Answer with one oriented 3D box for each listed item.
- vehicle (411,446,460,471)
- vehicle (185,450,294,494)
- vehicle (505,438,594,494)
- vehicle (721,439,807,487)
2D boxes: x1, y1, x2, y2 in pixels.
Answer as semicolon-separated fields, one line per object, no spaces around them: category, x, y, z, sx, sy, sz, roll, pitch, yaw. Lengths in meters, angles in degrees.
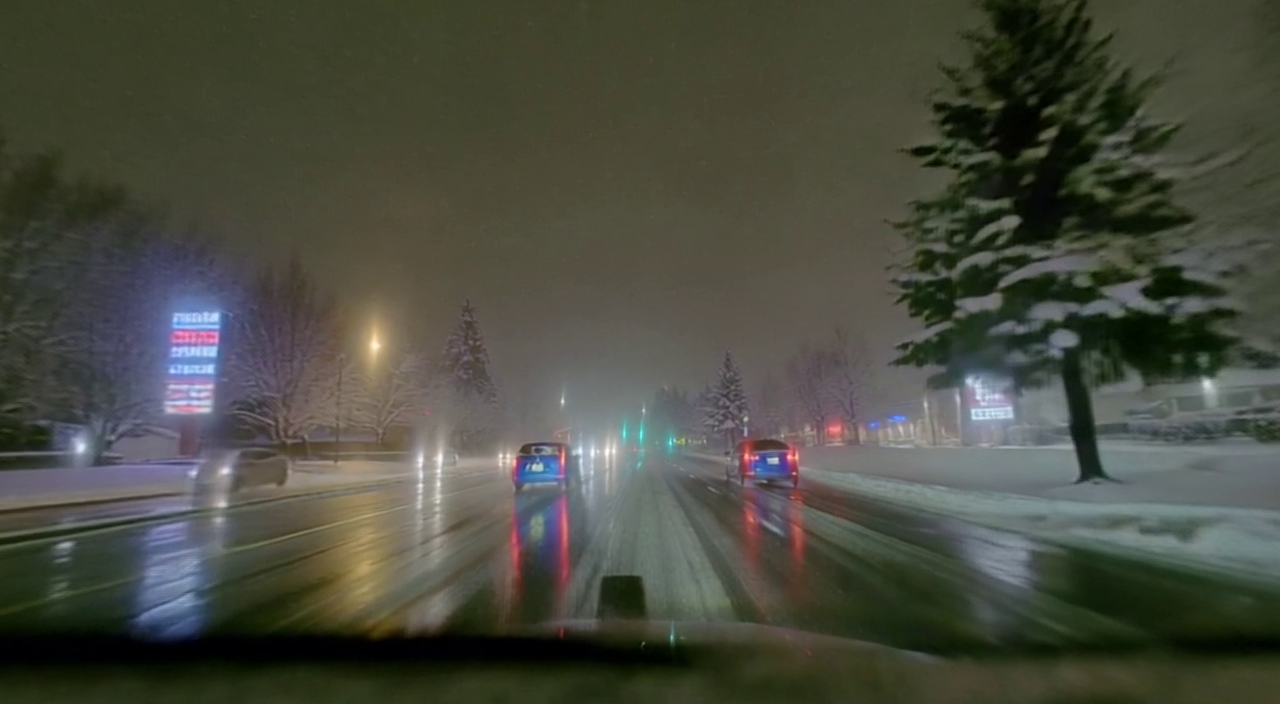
vehicle;-15.090;7.867;46.743;2.052;1.729;4.598;0;-8;0
vehicle;-15.910;4.761;25.303;1.778;1.549;3.914;0;-8;1
vehicle;-2.658;3.461;19.528;2.001;1.504;4.212;-1;-8;2
vehicle;4.126;3.771;21.740;1.977;1.474;4.399;0;-8;-1
